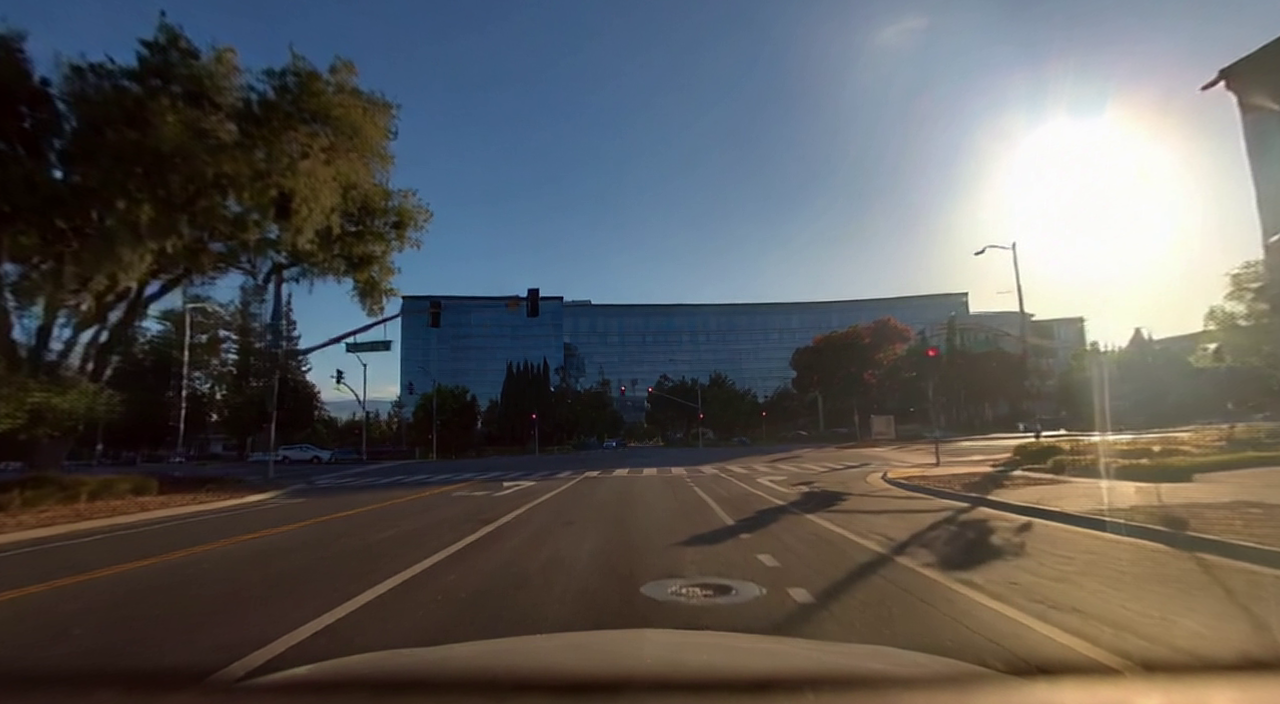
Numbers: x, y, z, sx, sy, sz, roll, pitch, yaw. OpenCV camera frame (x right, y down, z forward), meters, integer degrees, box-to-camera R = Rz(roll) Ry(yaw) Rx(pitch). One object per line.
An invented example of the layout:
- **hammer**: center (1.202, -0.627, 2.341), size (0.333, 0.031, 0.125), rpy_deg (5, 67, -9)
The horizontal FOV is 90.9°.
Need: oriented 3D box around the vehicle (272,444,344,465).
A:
- **vehicle**: center (-24.997, 7.712, 47.537), size (4.332, 1.573, 1.900), rpy_deg (0, -8, 3)
